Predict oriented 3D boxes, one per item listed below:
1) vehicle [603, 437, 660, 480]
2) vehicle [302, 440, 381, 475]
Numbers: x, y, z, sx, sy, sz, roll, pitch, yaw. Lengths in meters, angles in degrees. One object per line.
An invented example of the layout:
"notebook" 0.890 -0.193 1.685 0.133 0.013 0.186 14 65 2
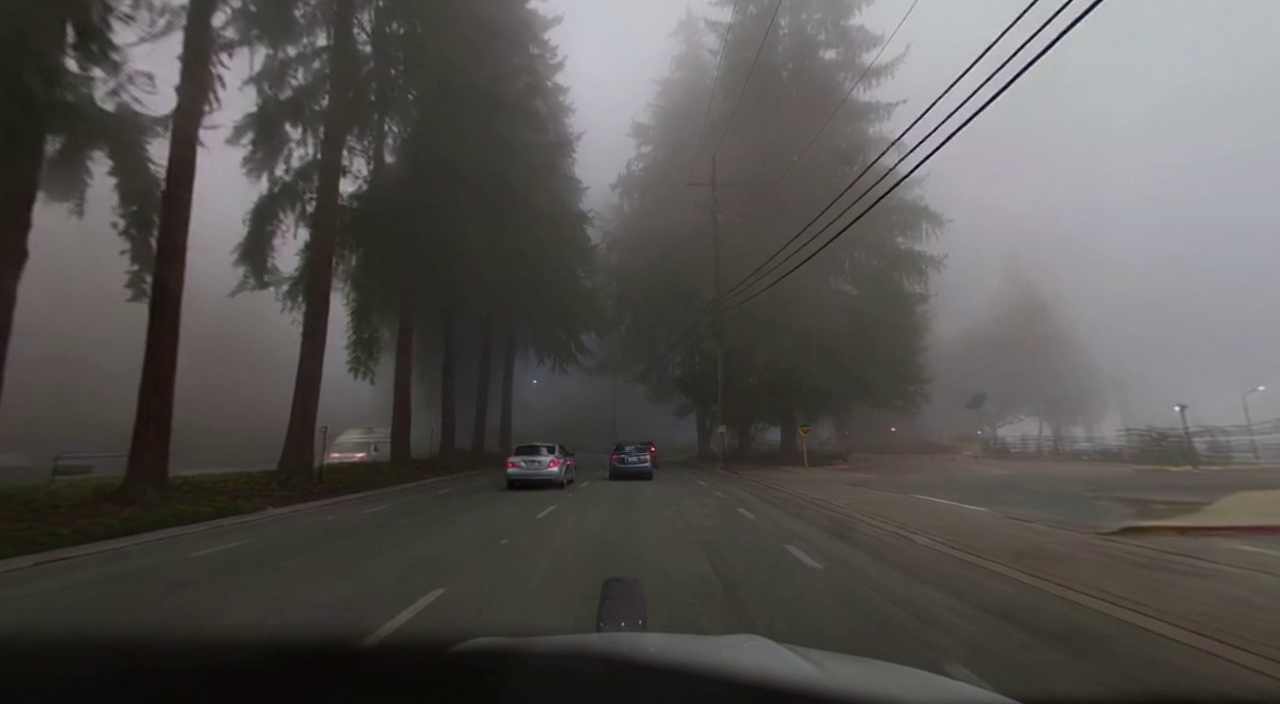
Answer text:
"vehicle" -0.284 4.027 24.025 1.991 1.463 3.988 0 -8 0
"vehicle" -16.119 5.697 34.221 2.061 1.772 4.501 0 -8 1
